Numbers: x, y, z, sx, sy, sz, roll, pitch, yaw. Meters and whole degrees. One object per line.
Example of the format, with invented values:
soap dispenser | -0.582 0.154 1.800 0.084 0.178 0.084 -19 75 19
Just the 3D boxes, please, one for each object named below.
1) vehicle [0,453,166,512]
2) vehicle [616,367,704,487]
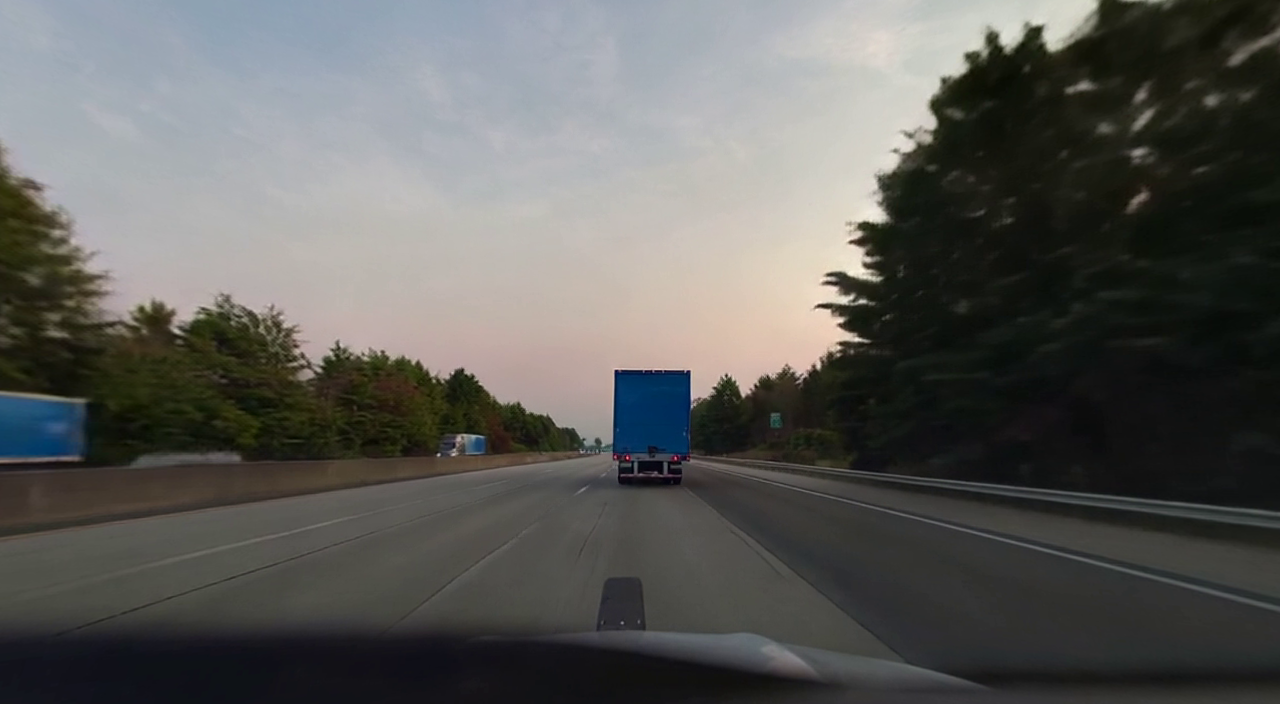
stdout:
vehicle | -15.884 3.595 17.836 1.833 1.421 4.005 0 -9 -1
vehicle | 0.604 3.227 25.942 2.898 3.973 10.063 0 -9 -1
